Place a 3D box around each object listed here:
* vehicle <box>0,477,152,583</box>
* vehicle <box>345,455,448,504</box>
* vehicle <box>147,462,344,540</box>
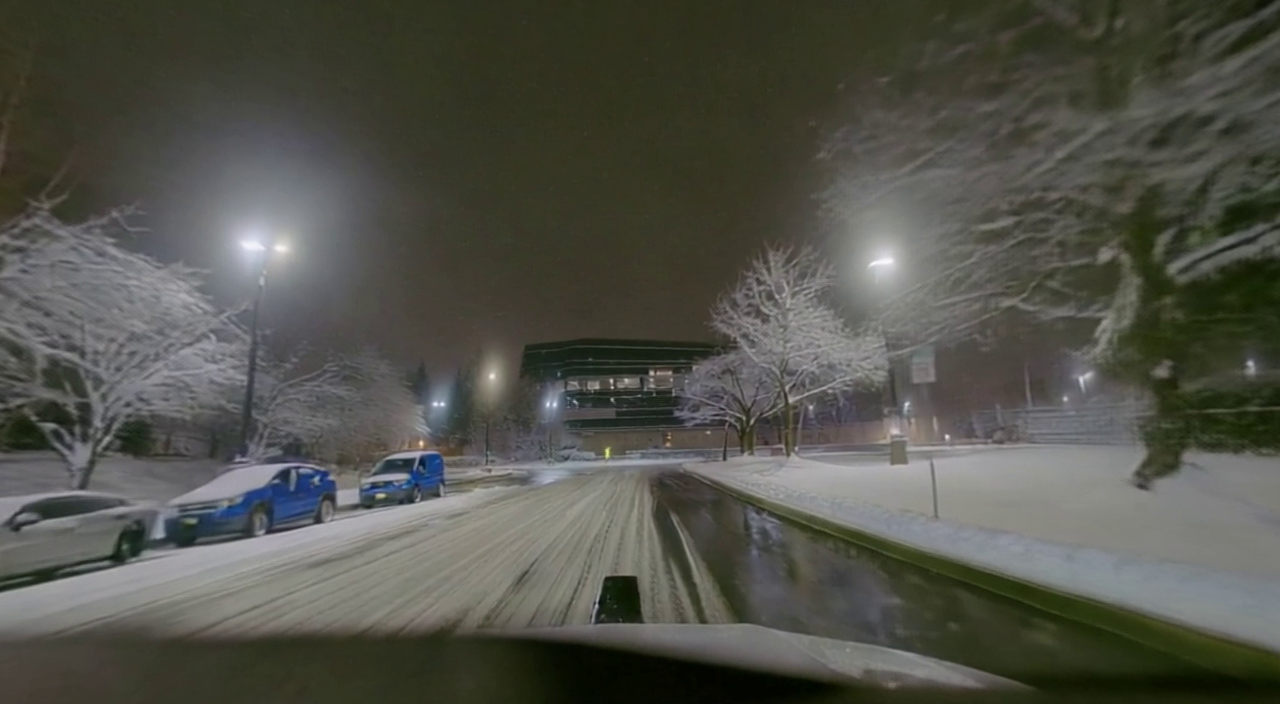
[{"bbox_3d":[-9.549,2.694,9.313,1.938,1.191,3.630,-6,-7,-2],"label":"vehicle"},{"bbox_3d":[-9.800,5.140,25.945,2.360,1.741,4.912,0,-9,-2],"label":"vehicle"},{"bbox_3d":[-9.372,3.533,15.587,2.038,1.525,4.383,0,-9,0],"label":"vehicle"}]
